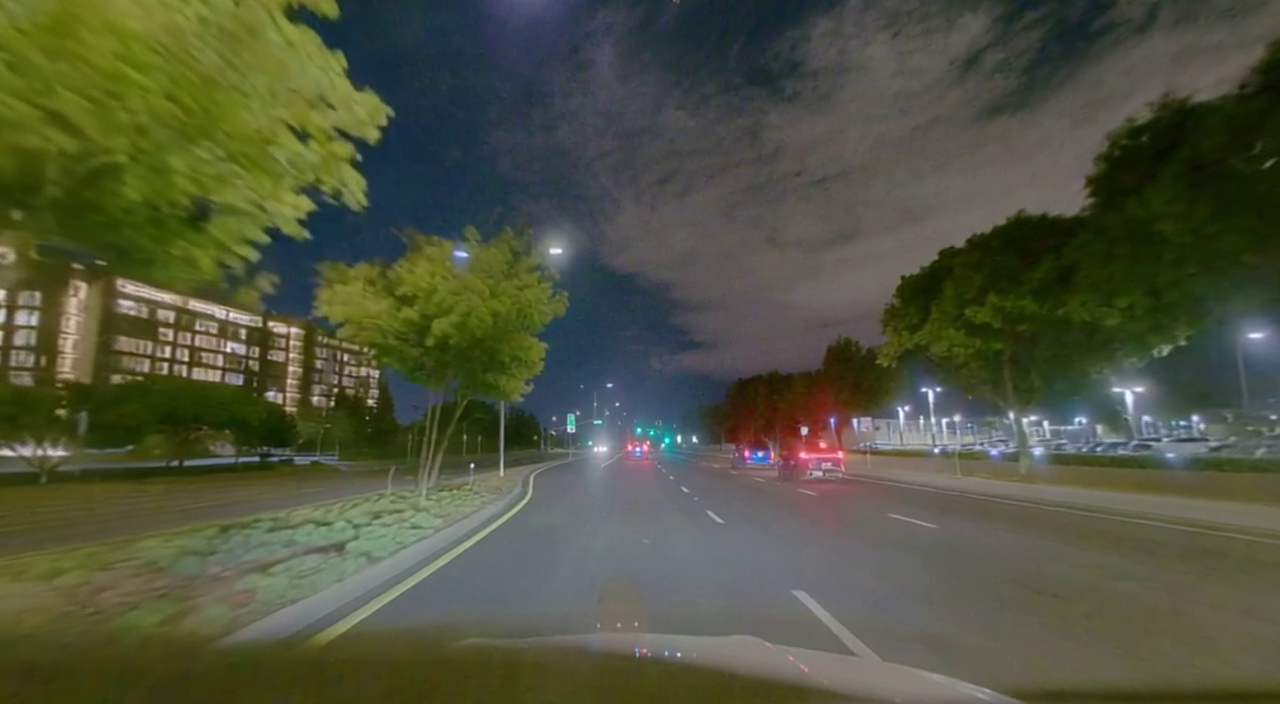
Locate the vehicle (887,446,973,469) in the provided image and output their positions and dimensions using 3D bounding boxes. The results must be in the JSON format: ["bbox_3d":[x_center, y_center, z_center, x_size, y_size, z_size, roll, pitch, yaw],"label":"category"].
[{"bbox_3d":[19.069,6.951,41.536,4.683,1.462,1.995,0,-9,0],"label":"vehicle"}]

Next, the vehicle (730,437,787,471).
[{"bbox_3d":[6.556,5.713,35.422,2.136,1.799,4.796,0,-9,-2],"label":"vehicle"}]
